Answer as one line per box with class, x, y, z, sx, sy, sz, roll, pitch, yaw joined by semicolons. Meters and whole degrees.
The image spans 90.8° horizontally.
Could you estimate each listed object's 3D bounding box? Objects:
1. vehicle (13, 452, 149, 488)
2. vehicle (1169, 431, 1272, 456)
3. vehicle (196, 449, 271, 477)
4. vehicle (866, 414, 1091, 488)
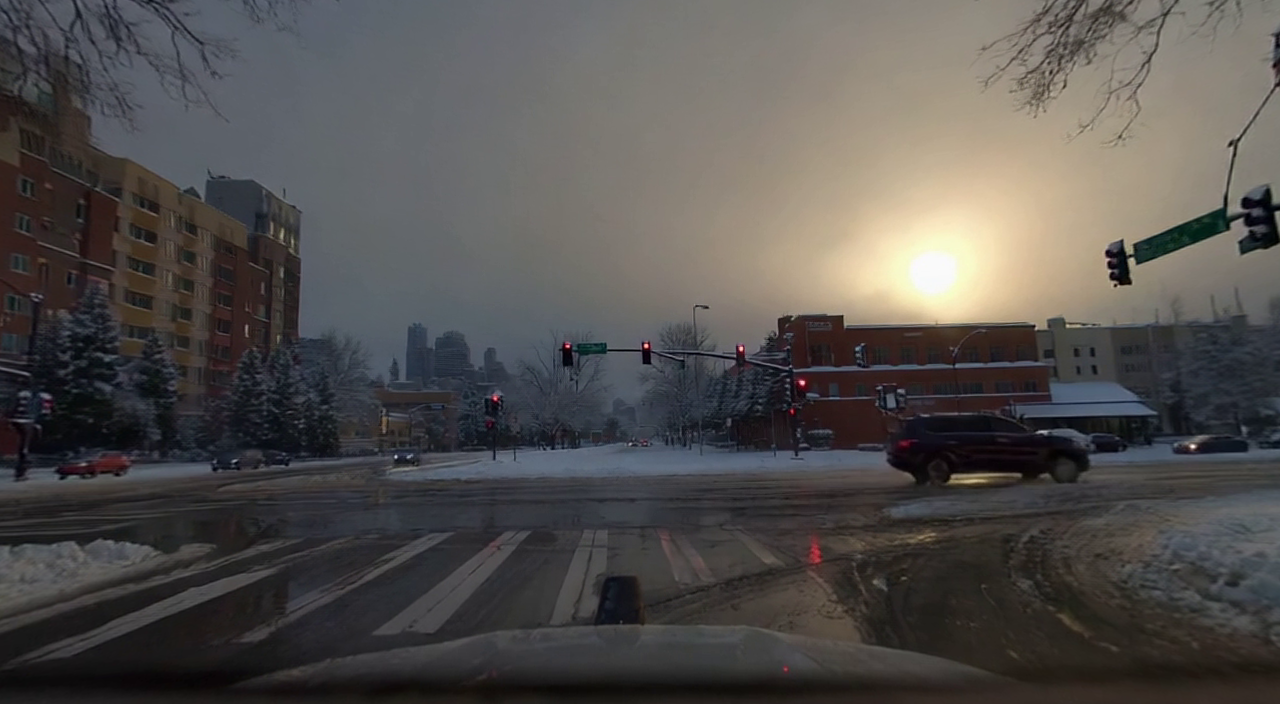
vehicle;-28.202;5.924;32.101;2.135;1.637;4.582;-3;-9;19
vehicle;35.957;5.688;39.297;2.135;1.467;4.532;0;-9;1
vehicle;-26.372;7.168;41.167;1.889;1.662;4.319;0;-9;1
vehicle;9.642;2.898;18.583;5.310;1.972;2.223;-2;-9;11
